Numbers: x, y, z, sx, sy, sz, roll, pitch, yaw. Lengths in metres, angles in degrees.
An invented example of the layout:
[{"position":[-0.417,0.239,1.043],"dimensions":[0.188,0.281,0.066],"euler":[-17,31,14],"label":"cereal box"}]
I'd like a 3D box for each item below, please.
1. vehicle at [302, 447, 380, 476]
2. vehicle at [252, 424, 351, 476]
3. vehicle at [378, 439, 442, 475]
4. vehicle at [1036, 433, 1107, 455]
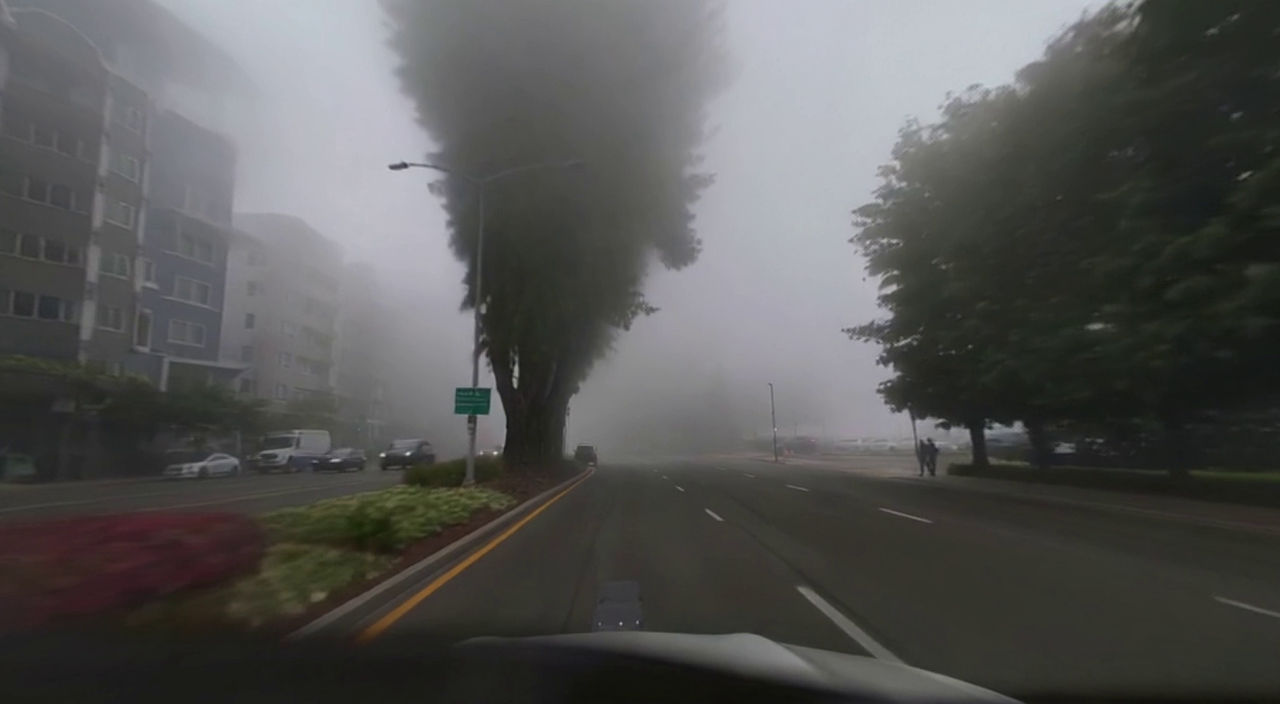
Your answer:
[{"position":[-16.324,5.994,34.813],"dimensions":[2.206,1.483,4.526],"euler":[0,-8,-2],"label":"vehicle"},{"position":[-20.694,6.045,39.109],"dimensions":[2.601,2.866,6.588],"euler":[0,-9,-2],"label":"vehicle"},{"position":[-12.777,5.842,35.410],"dimensions":[1.816,1.843,4.863],"euler":[0,-8,-2],"label":"vehicle"},{"position":[31.136,6.634,45.584],"dimensions":[4.313,1.549,1.851],"euler":[3,-9,-18],"label":"vehicle"}]
